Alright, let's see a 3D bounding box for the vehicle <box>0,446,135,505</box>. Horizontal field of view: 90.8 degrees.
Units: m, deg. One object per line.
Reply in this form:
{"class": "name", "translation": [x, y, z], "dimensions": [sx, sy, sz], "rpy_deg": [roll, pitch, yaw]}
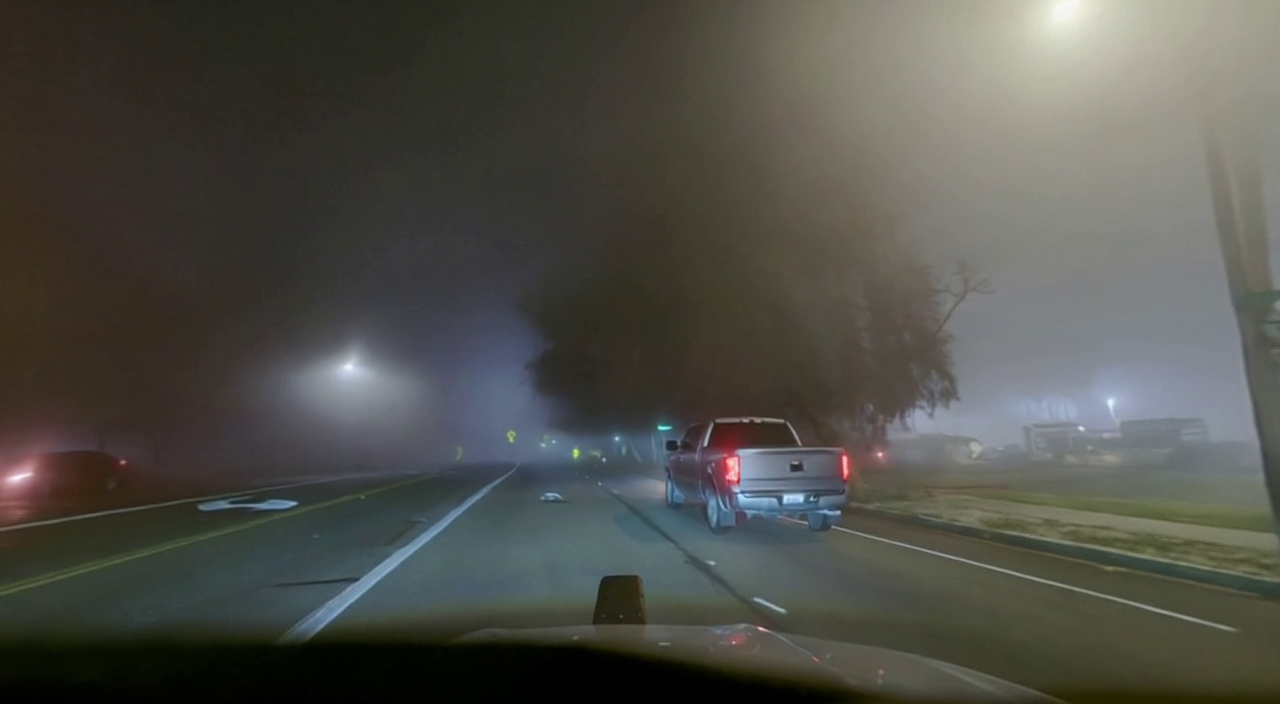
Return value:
{"class": "vehicle", "translation": [-19.695, 4.052, 21.286], "dimensions": [2.037, 1.725, 4.632], "rpy_deg": [1, -8, -10]}

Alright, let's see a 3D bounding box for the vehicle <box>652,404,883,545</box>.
{"class": "vehicle", "translation": [1.863, 2.114, 11.713], "dimensions": [2.402, 1.922, 5.677], "rpy_deg": [1, -8, -8]}
